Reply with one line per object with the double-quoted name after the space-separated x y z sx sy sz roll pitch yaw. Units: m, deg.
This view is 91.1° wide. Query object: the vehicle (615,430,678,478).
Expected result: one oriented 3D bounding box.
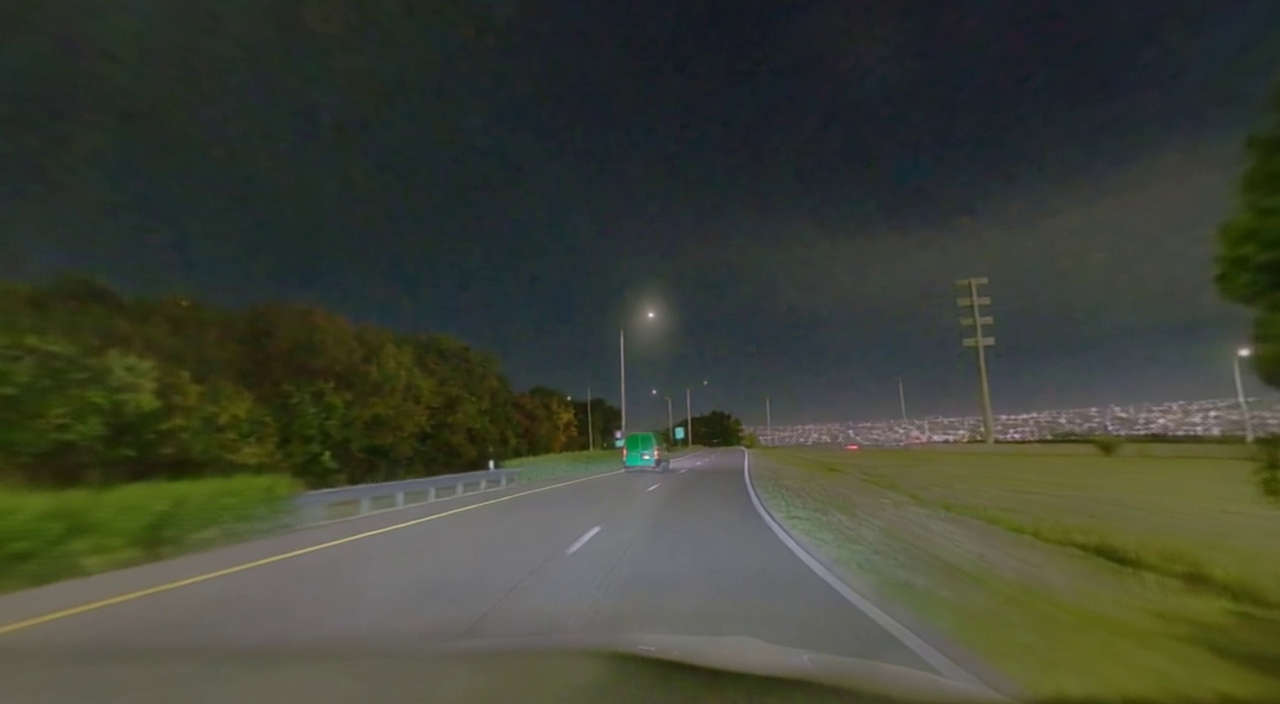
0.383 4.705 29.145 2.270 2.023 4.632 -2 -9 9 "vehicle"
